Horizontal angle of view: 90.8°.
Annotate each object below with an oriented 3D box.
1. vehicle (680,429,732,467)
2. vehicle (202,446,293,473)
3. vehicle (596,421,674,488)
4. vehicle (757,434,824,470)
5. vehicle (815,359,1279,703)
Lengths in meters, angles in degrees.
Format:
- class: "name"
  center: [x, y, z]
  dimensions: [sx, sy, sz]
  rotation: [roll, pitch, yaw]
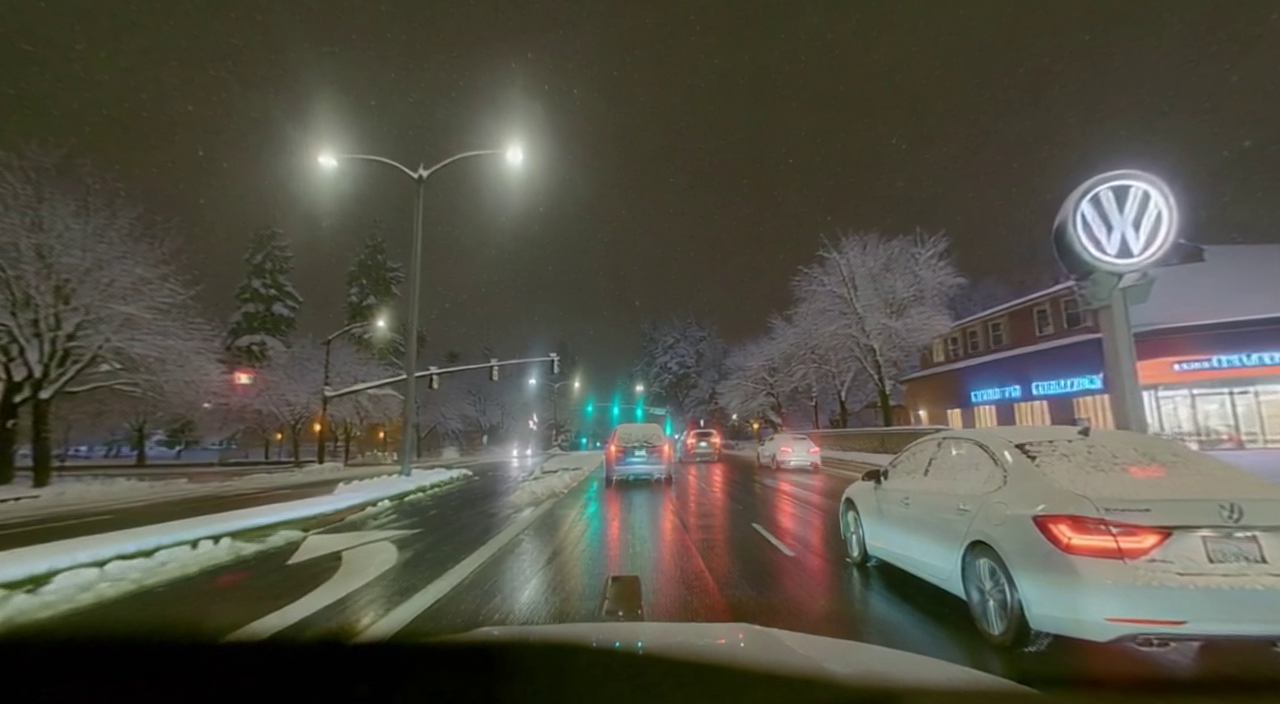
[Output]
- class: "vehicle"
  center: [3.249, 4.828, 31.801]
  dimensions: [2.000, 1.745, 4.206]
  rotation: [0, -8, -2]
- class: "vehicle"
  center: [-30.758, 8.442, 49.697]
  dimensions: [5.453, 1.974, 2.396]
  rotation: [0, -9, -3]
- class: "vehicle"
  center: [-0.170, 3.085, 19.283]
  dimensions: [2.106, 1.798, 4.168]
  rotation: [0, -8, -1]
- class: "vehicle"
  center: [6.566, 4.431, 28.059]
  dimensions: [1.883, 1.452, 4.258]
  rotation: [0, -8, -1]
- class: "vehicle"
  center: [3.128, 1.178, 4.977]
  dimensions: [2.153, 1.658, 4.485]
  rotation: [0, -8, -1]
